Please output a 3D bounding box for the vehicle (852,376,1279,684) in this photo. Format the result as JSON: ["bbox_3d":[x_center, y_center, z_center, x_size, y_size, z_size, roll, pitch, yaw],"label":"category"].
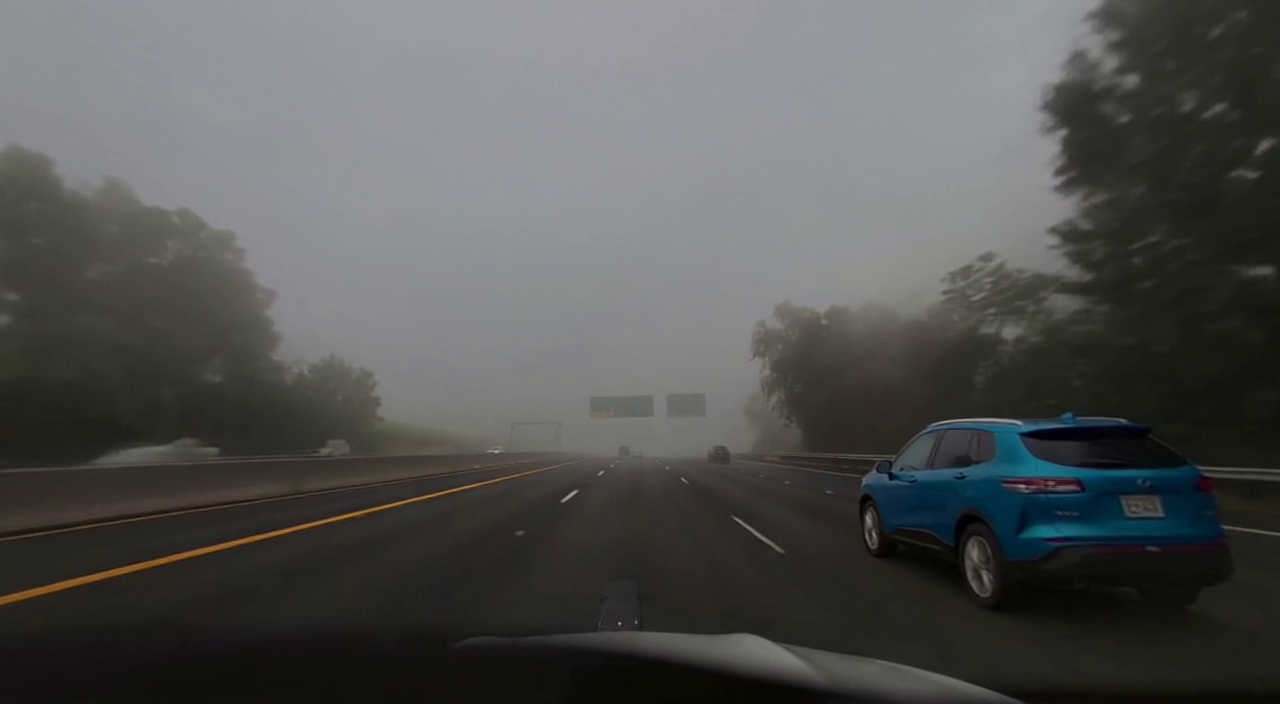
[{"bbox_3d":[3.604,1.318,5.702,1.784,1.733,4.141,0,-9,-1],"label":"vehicle"}]

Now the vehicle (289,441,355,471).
[{"bbox_3d":[-21.959,7.213,43.557,2.017,1.959,4.838,0,-9,0],"label":"vehicle"}]

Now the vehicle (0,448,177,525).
[{"bbox_3d":[-10.784,2.423,11.753,1.557,1.199,3.465,0,-9,0],"label":"vehicle"}]
